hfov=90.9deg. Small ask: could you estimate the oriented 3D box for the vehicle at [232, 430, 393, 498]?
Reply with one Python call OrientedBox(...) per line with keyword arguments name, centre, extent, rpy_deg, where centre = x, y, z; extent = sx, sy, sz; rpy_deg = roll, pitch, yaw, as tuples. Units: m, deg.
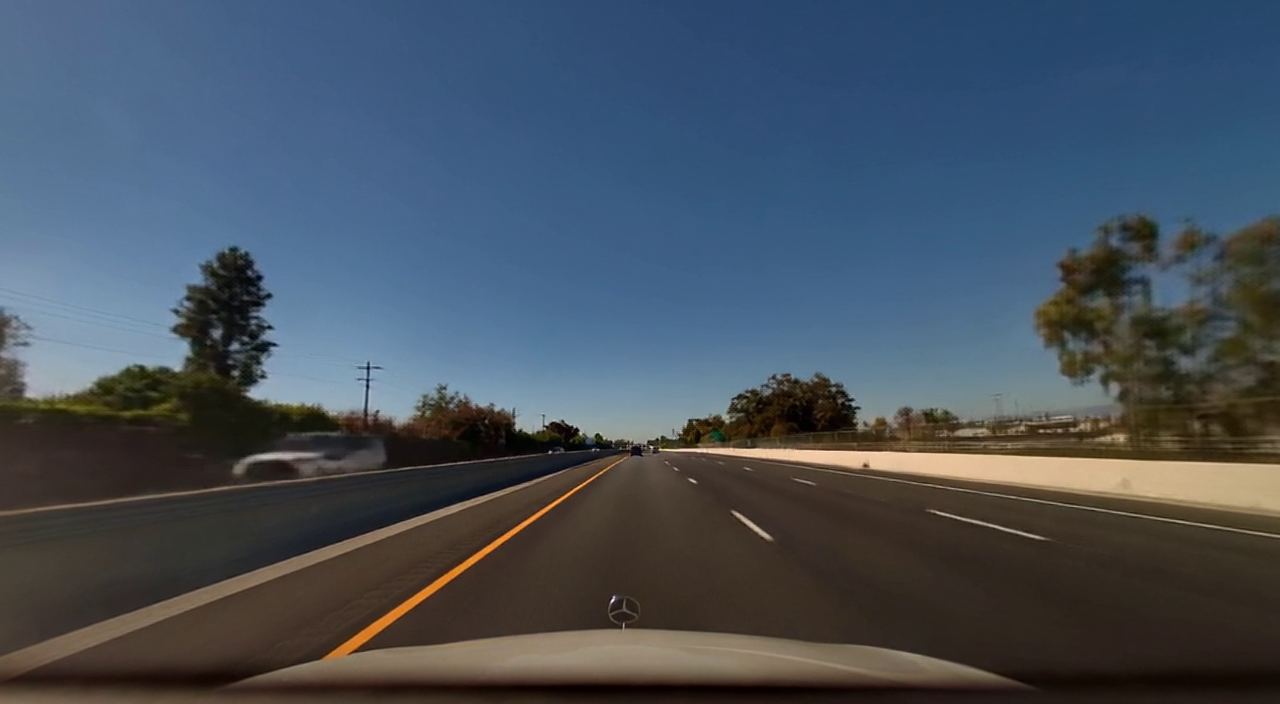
OrientedBox(name="vehicle", centre=(-10.320, 3.572, 20.582), extent=(2.132, 1.866, 5.680), rpy_deg=(0, -8, 1))
